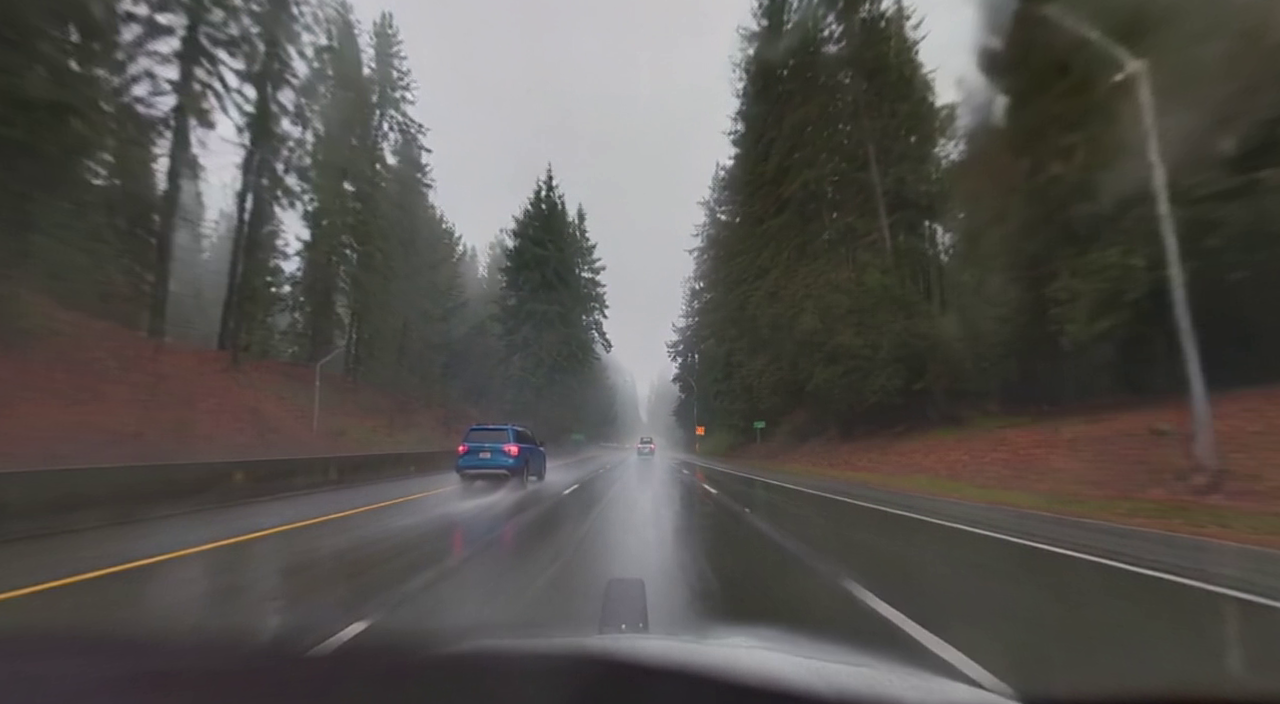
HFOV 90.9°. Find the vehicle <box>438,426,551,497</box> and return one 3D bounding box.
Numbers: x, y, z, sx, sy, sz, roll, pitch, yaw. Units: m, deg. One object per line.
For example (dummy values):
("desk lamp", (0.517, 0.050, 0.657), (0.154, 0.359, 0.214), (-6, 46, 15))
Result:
("vehicle", (-3.954, 3.054, 18.047), (2.084, 1.752, 4.479), (0, -8, 1))
